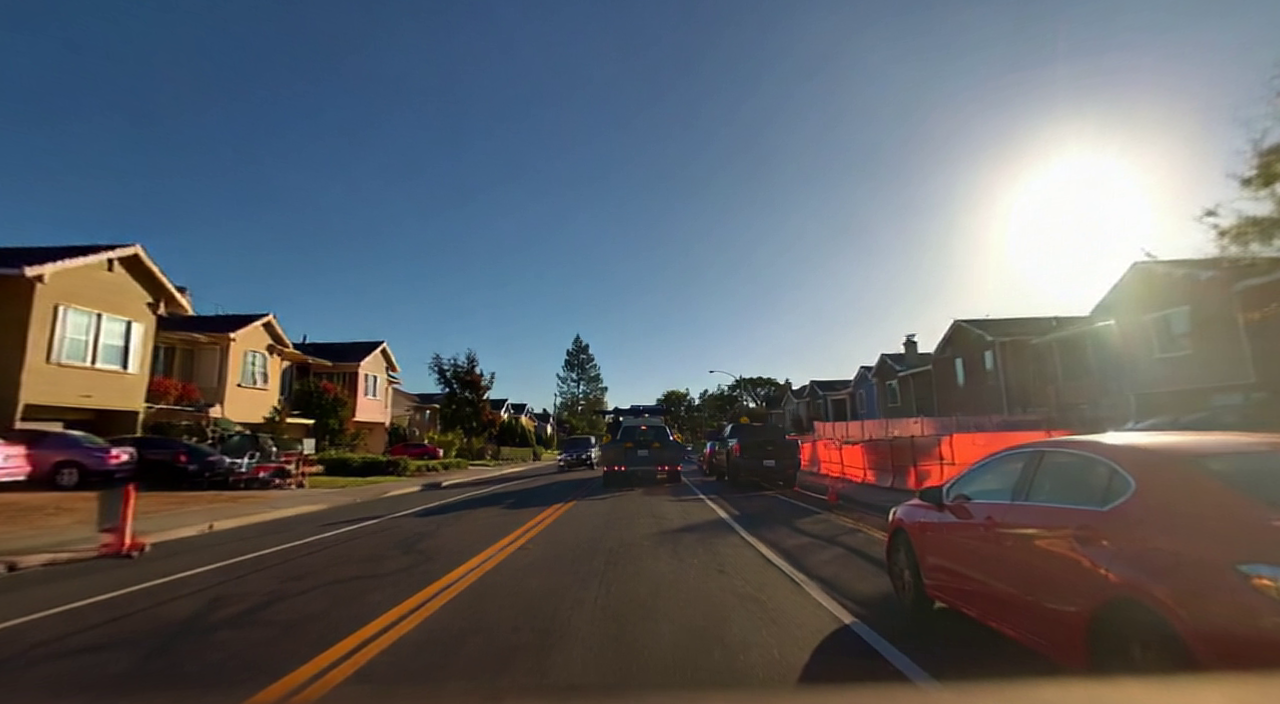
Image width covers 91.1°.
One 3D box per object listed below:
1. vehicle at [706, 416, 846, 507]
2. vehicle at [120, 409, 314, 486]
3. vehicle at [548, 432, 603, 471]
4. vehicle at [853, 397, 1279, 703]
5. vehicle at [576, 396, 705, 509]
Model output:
[{"bbox_3d":[3.295,2.835,16.761,2.486,1.993,5.667,0,-8,0],"label":"vehicle"},{"bbox_3d":[-13.390,3.104,20.522,2.475,2.157,5.567,0,-8,-1],"label":"vehicle"},{"bbox_3d":[-3.500,5.585,35.324,2.306,2.005,5.773,0,-8,2],"label":"vehicle"},{"bbox_3d":[3.072,1.165,3.780,2.010,1.499,4.481,0,-8,0],"label":"vehicle"},{"bbox_3d":[0.059,2.621,16.697,2.751,2.361,6.347,1,-9,1],"label":"vehicle"}]
